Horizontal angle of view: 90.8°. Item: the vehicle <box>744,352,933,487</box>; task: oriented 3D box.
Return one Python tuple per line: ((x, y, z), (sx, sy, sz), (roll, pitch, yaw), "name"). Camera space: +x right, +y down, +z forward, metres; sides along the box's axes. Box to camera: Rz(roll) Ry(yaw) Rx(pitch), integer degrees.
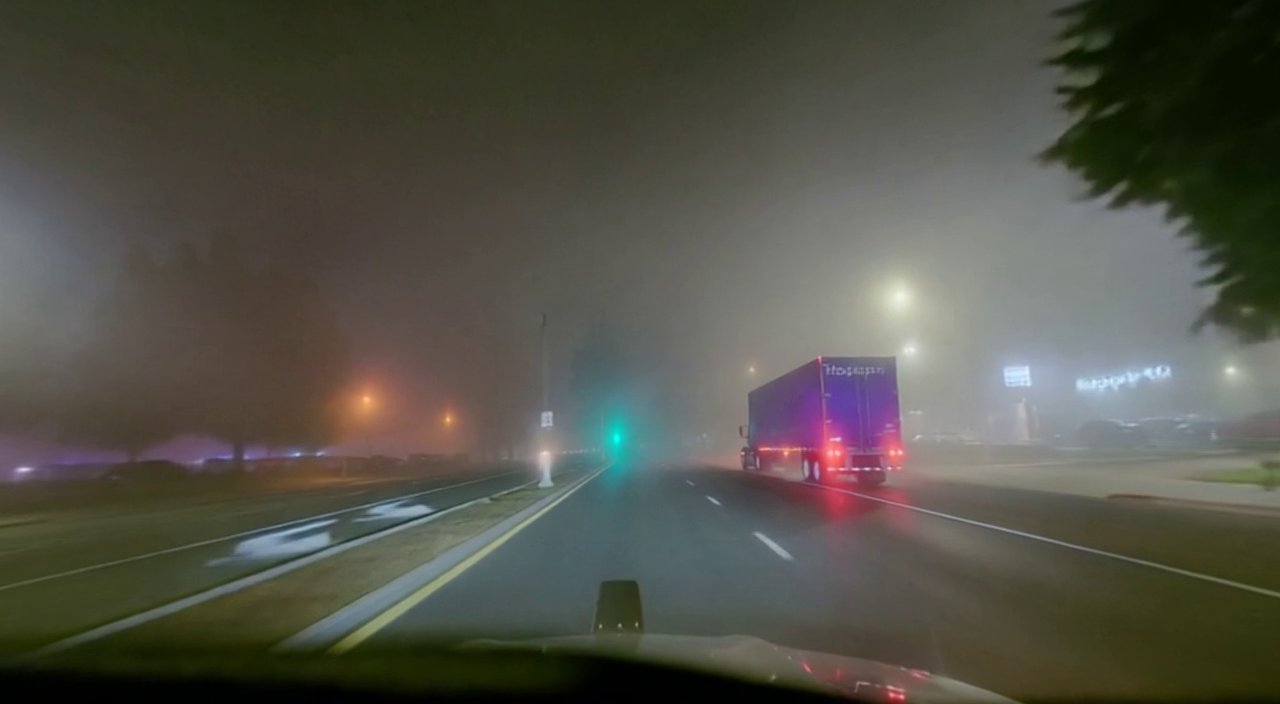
((6.537, 2.727, 23.633), (3.120, 3.794, 11.510), (0, -8, -1), "vehicle")
